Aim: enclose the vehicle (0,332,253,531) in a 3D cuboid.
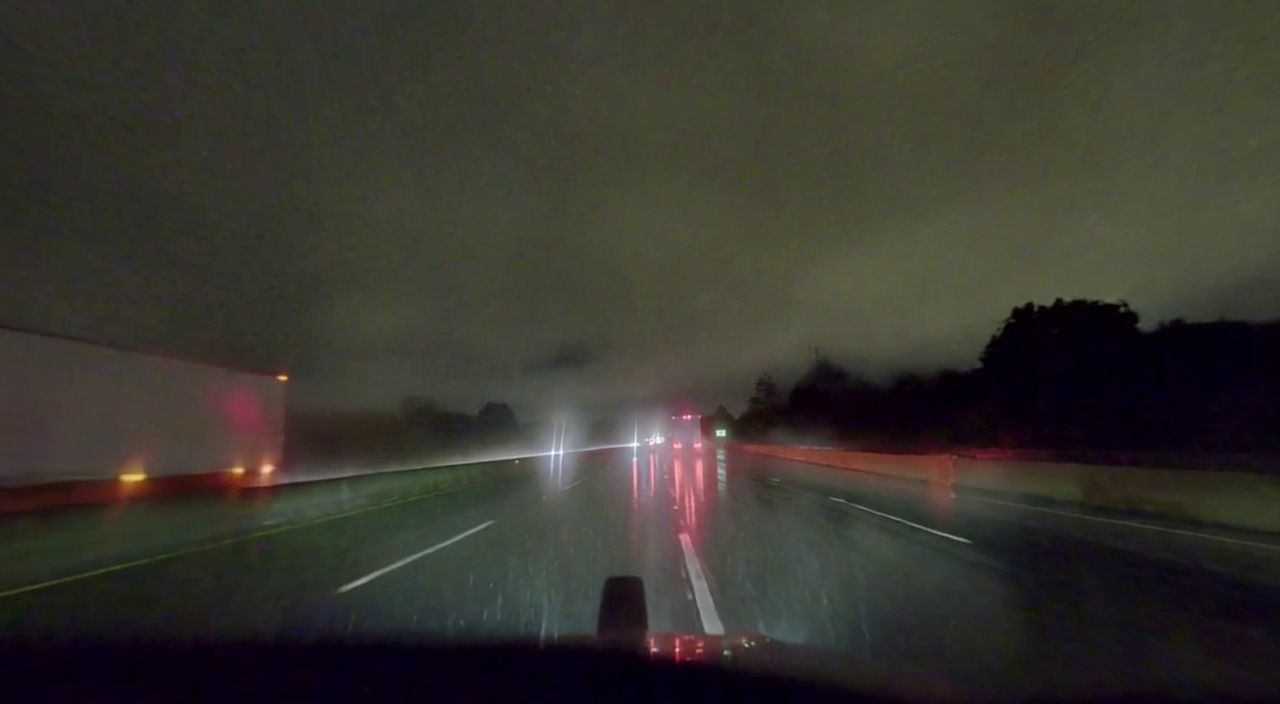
[{"bbox_3d":[-15.050,1.702,13.429,3.034,4.153,16.197,-1,-8,2],"label":"vehicle"}]
